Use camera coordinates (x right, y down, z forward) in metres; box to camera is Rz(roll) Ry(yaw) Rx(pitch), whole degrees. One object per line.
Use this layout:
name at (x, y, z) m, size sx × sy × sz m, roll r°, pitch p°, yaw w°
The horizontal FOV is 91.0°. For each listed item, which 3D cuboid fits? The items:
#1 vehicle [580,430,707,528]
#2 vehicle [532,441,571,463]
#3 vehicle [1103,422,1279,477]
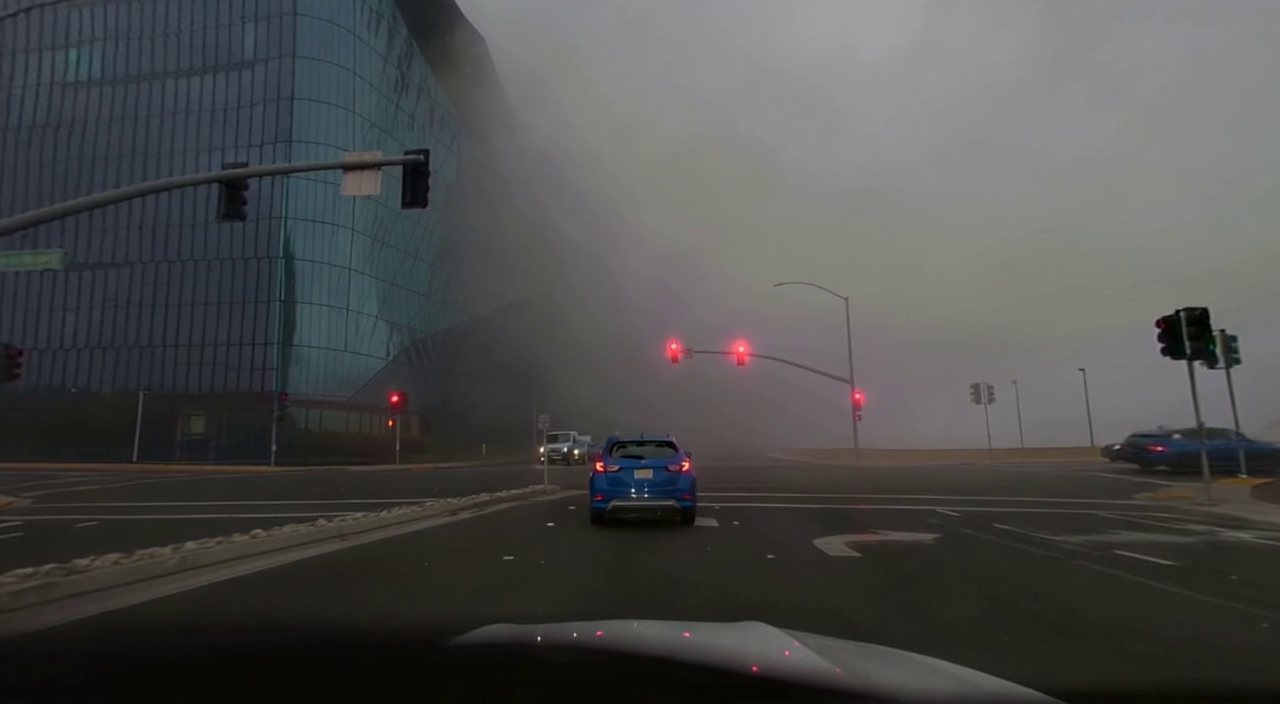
vehicle at (0.161, 2.330, 12.105) m, size 2.014 × 1.525 × 4.197 m, roll 0°, pitch -9°, yaw 3°
vehicle at (-6.655, 7.609, 47.911) m, size 2.113 × 1.535 × 4.504 m, roll 0°, pitch -9°, yaw 2°
vehicle at (19.197, 3.396, 21.946) m, size 4.739 × 1.749 × 2.174 m, roll 2°, pitch -9°, yaw -11°
